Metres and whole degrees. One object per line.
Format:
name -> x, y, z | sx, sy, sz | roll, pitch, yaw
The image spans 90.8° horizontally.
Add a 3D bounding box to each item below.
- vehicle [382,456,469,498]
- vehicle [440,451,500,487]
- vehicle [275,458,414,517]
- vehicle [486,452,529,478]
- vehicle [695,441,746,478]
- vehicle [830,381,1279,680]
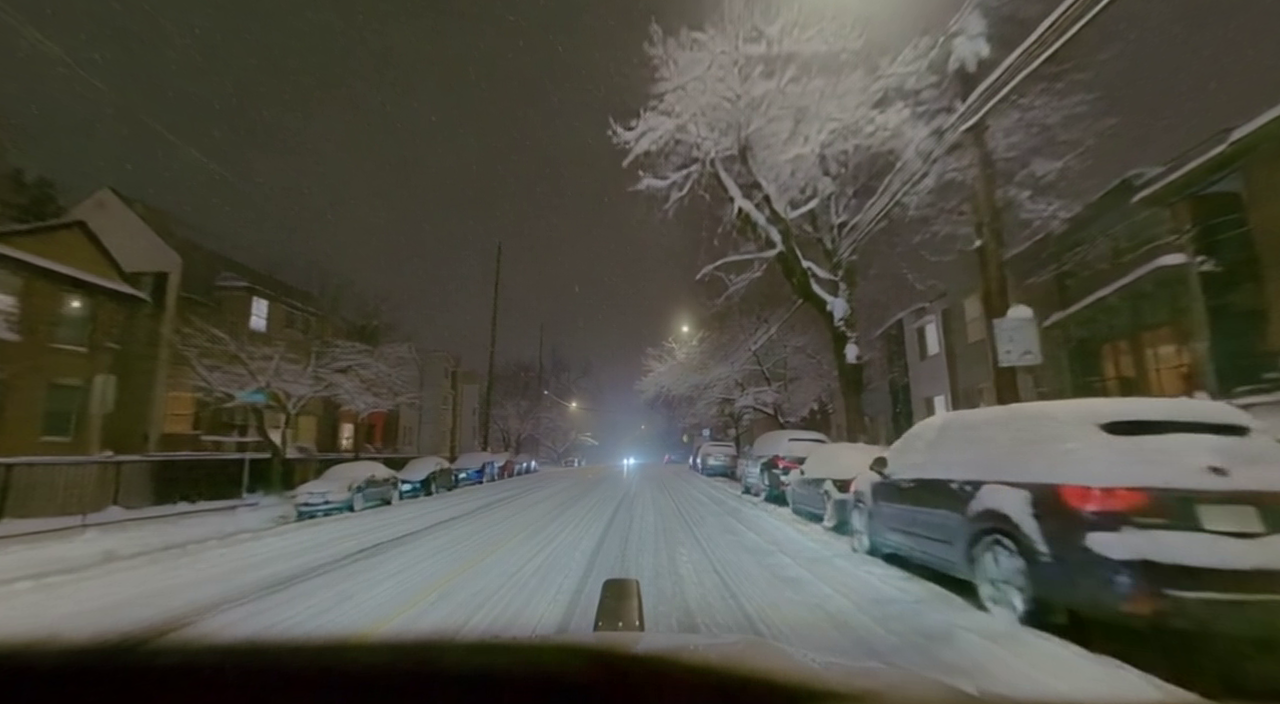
vehicle -> -8.896, 5.203, 26.698 | 1.948, 1.508, 4.656 | -1, -9, 1
vehicle -> -9.016, 6.224, 33.792 | 2.051, 1.657, 4.322 | -3, -10, 0
vehicle -> -9.070, 4.178, 19.974 | 2.208, 1.508, 4.590 | 0, -9, 0
vehicle -> -8.943, 7.681, 42.876 | 1.884, 1.526, 4.061 | -5, -10, 2
vehicle -> 4.028, 5.477, 32.407 | 2.155, 1.747, 4.311 | -1, -9, 2
vehicle -> 3.775, 1.414, 6.240 | 2.225, 1.759, 4.817 | 0, -9, -1
